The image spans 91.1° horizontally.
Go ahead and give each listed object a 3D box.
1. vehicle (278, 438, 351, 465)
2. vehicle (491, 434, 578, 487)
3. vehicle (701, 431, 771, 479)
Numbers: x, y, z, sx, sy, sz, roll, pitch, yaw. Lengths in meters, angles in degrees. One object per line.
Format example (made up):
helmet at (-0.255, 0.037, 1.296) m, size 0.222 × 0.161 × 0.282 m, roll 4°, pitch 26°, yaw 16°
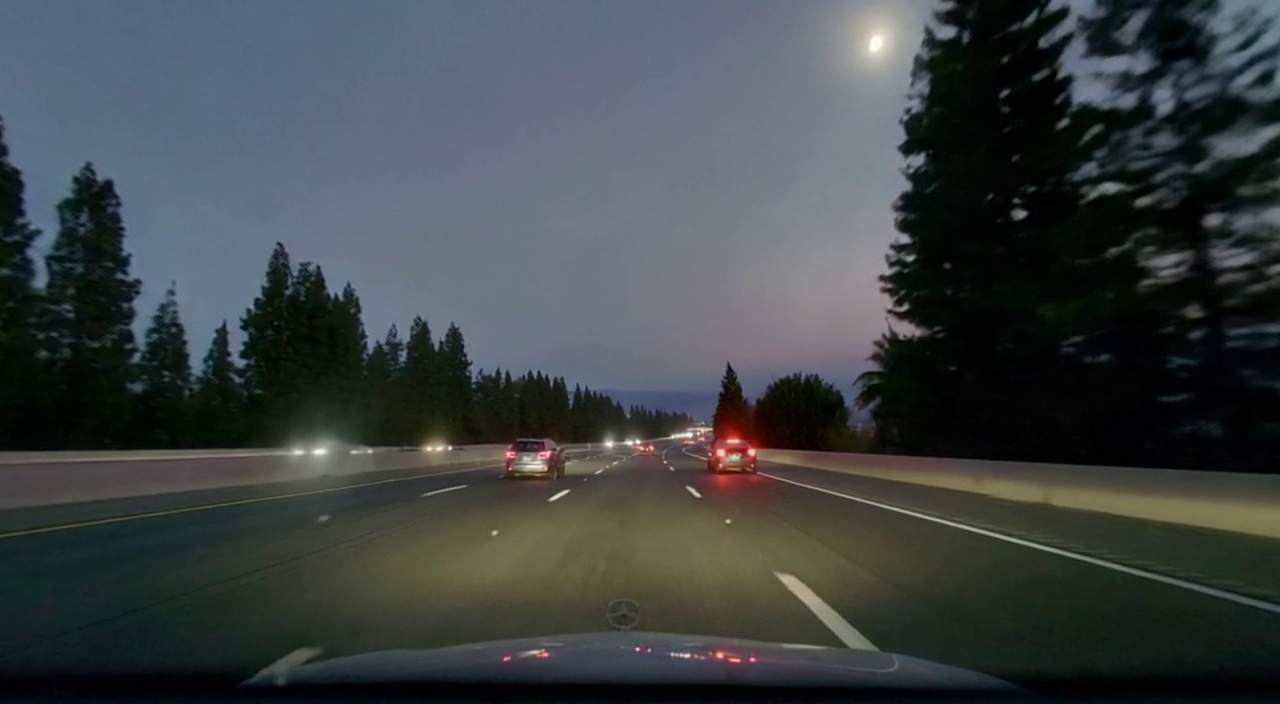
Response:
vehicle at (-20.924, 6.413, 40.583) m, size 2.037 × 1.623 × 4.904 m, roll 0°, pitch -8°, yaw 1°
vehicle at (-3.471, 3.663, 21.562) m, size 2.166 × 1.608 × 4.297 m, roll 0°, pitch -8°, yaw 1°
vehicle at (3.900, 4.270, 26.303) m, size 2.149 × 1.796 × 4.487 m, roll 0°, pitch -8°, yaw -1°
